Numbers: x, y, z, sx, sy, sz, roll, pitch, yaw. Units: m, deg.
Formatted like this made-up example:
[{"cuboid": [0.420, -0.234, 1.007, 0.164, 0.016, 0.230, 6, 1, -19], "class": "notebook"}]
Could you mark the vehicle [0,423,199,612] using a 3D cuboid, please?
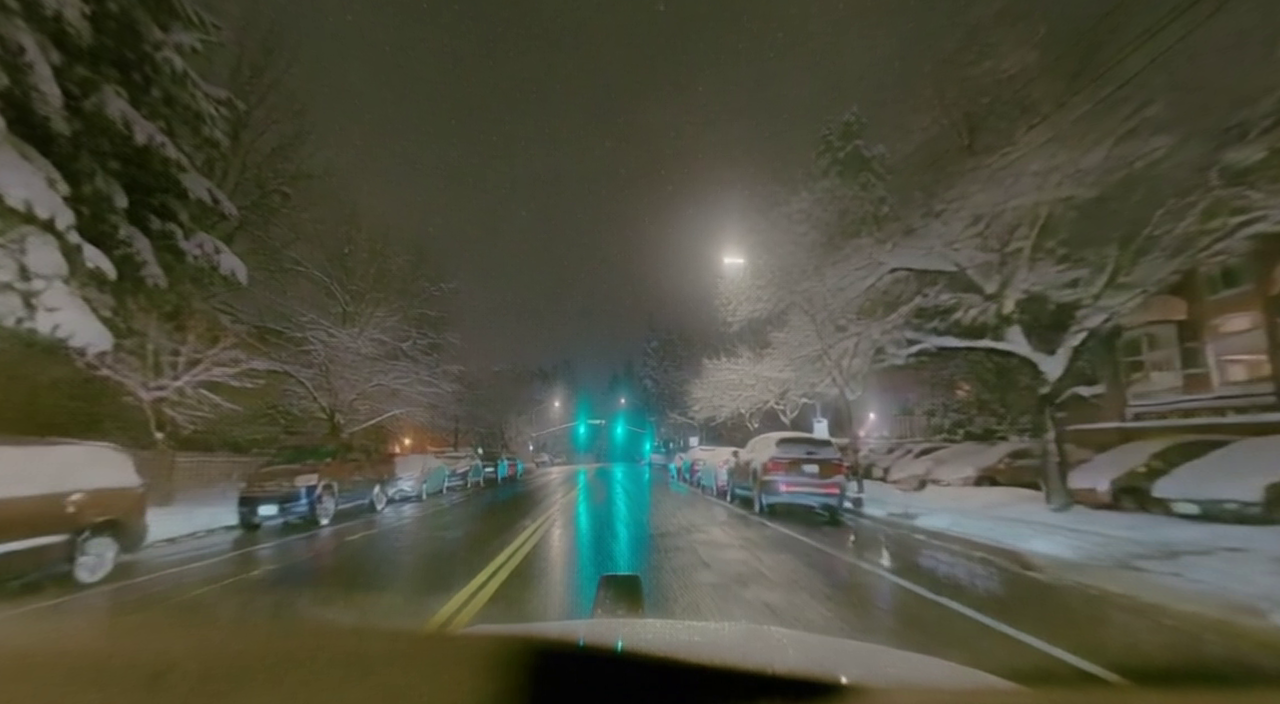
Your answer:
[{"cuboid": [-7.436, 1.709, 6.436, 2.171, 1.838, 5.344, -1, -11, -3], "class": "vehicle"}]

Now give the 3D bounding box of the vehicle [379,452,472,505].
[{"cuboid": [-7.846, 4.627, 23.624, 2.113, 1.486, 4.774, -2, -7, -4], "class": "vehicle"}]

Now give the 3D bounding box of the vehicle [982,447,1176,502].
[{"cuboid": [12.019, 3.345, 17.499, 3.965, 1.403, 1.840, 0, -9, -2], "class": "vehicle"}]

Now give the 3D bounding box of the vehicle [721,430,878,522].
[{"cuboid": [3.625, 2.958, 15.773, 2.255, 1.863, 5.629, 0, -9, -2], "class": "vehicle"}]

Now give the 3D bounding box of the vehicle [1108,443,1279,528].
[{"cuboid": [12.152, 2.620, 12.459, 4.265, 1.454, 2.065, 2, -9, -3], "class": "vehicle"}]

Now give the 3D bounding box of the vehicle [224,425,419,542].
[{"cuboid": [-7.582, 3.042, 15.876, 2.382, 2.223, 5.472, -3, -6, -4], "class": "vehicle"}]
